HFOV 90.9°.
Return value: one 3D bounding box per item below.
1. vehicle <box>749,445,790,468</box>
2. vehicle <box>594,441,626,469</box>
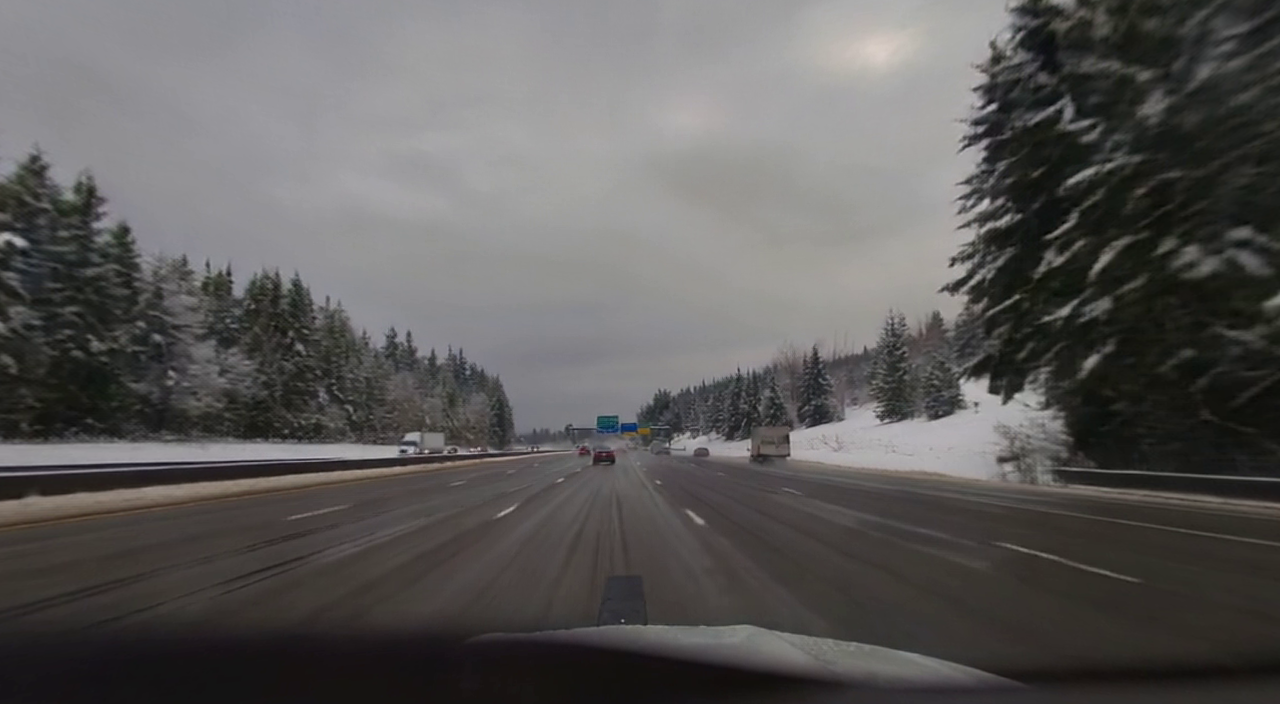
[{"bbox_3d":[9.646,7.822,47.194,1.989,1.591,4.348,0,-9,-3],"label":"vehicle"},{"bbox_3d":[-2.132,7.330,44.997,2.167,1.847,4.097,0,-9,-3],"label":"vehicle"}]
